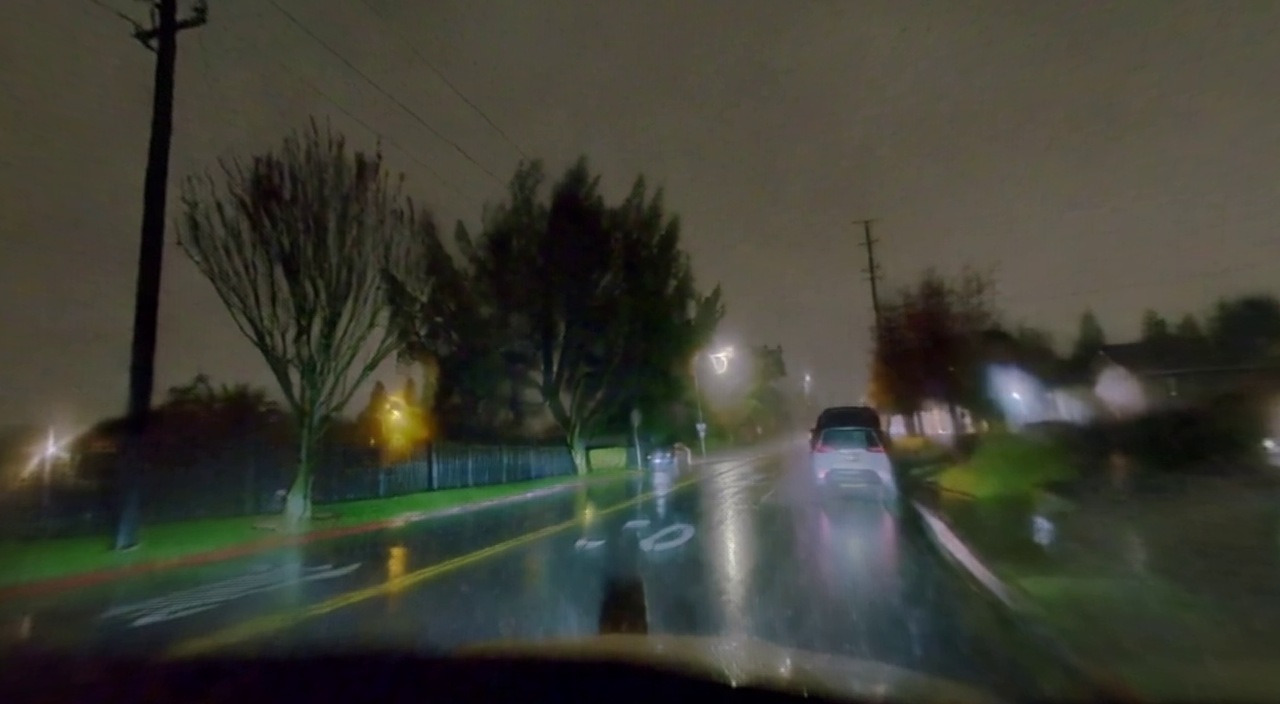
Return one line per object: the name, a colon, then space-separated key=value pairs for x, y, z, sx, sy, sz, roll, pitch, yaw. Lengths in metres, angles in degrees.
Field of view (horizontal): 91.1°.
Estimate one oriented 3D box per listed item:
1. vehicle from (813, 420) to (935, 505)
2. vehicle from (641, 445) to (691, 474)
vehicle: x=5.278 y=2.537 z=14.776 sx=2.242 sy=1.661 sz=4.273 roll=-3 pitch=-9 yaw=15
vehicle: x=1.674 y=6.542 z=38.562 sx=2.033 sy=1.456 sz=4.370 roll=-9 pitch=-10 yaw=14
